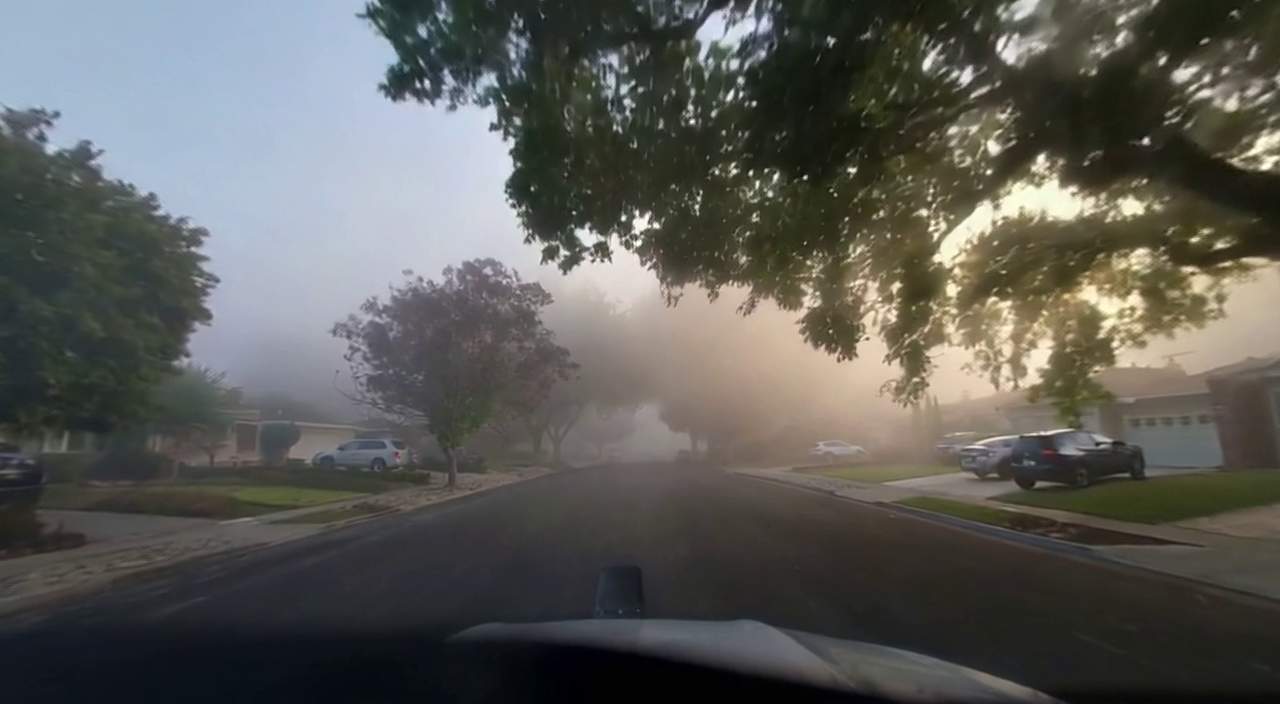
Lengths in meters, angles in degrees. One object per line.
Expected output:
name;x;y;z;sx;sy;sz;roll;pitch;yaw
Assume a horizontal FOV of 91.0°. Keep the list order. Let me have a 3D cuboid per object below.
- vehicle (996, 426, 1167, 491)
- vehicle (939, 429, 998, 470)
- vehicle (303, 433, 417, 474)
vehicle;13.271;3.157;18.903;4.708;1.727;2.076;4;-10;-26
vehicle;16.588;4.957;32.030;2.288;1.880;4.939;-4;-10;24
vehicle;-15.035;5.448;34.145;2.575;2.031;5.155;-4;-9;23
